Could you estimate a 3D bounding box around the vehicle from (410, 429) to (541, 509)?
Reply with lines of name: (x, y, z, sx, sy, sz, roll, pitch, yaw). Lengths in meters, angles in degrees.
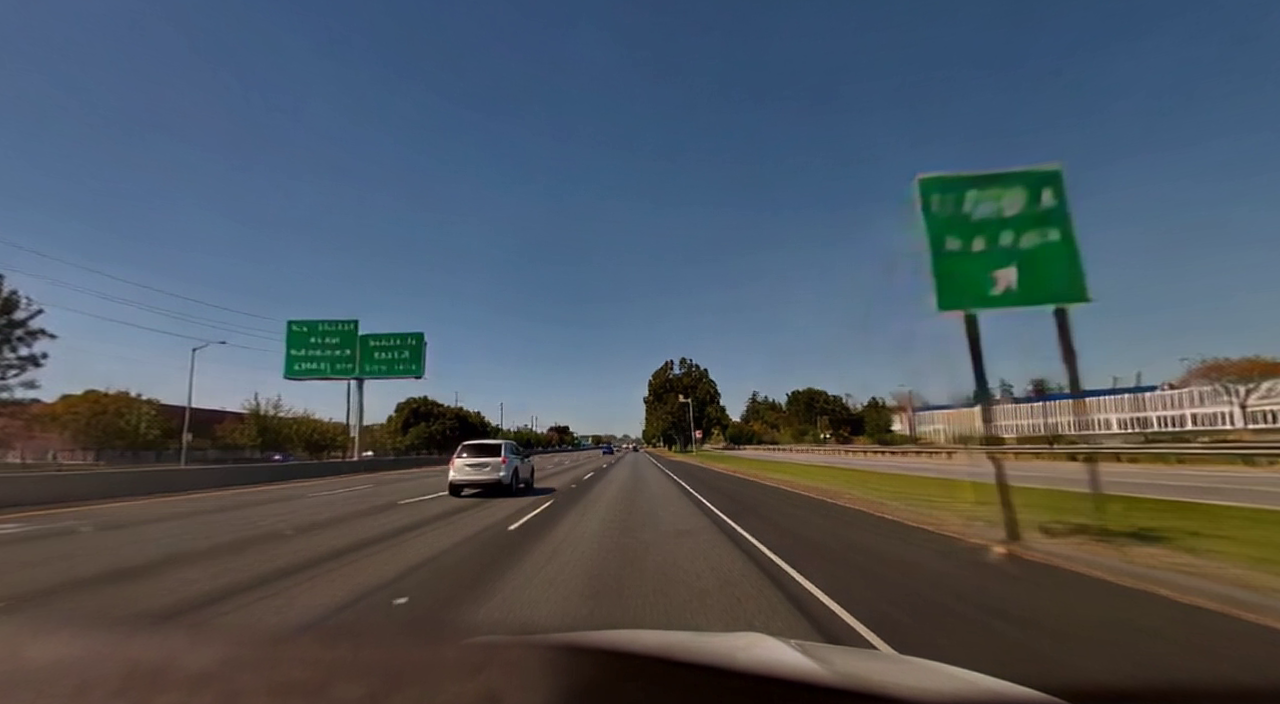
vehicle: (-4.053, 2.961, 16.522, 2.150, 1.761, 4.697, 0, -8, 0)
